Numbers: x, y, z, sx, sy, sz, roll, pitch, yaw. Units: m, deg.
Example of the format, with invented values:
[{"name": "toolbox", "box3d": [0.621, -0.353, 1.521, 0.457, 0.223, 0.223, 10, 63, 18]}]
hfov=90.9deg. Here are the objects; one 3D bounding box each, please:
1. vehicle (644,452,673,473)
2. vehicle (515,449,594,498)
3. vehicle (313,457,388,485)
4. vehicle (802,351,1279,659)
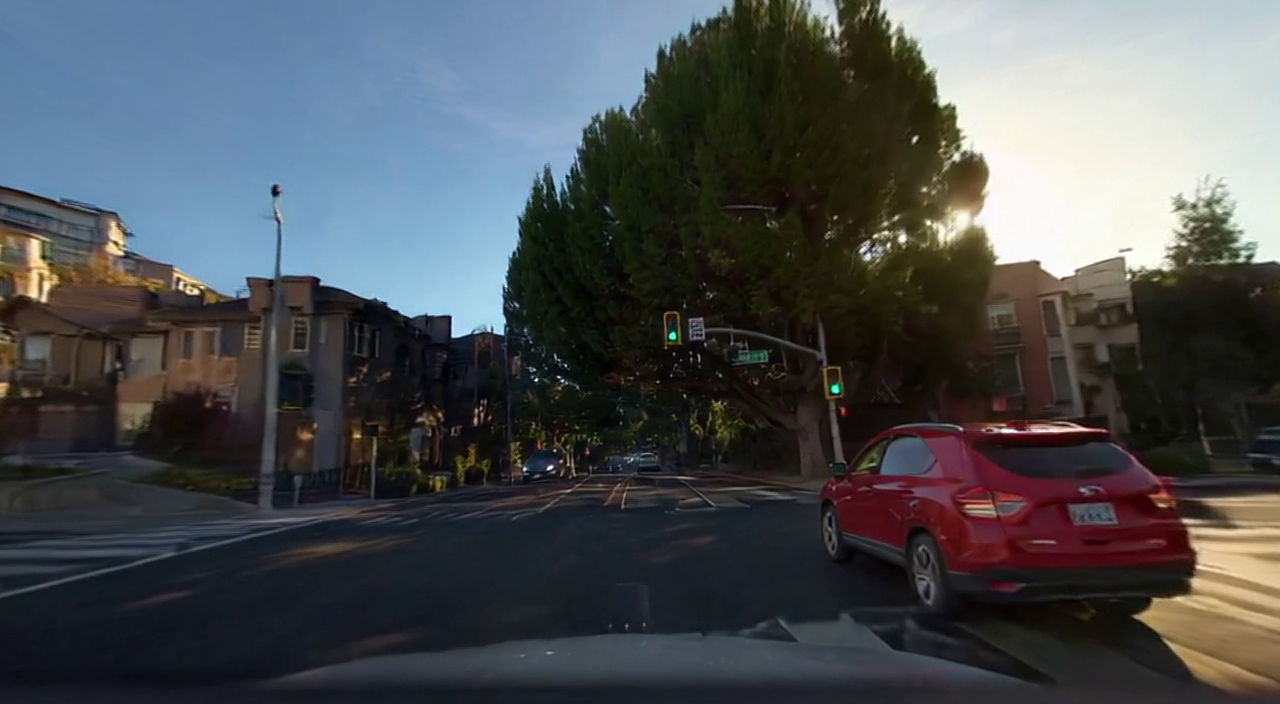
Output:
[{"name": "vehicle", "box3d": [1.333, 8.208, 47.030, 2.097, 1.463, 4.043, 0, -8, 0]}, {"name": "vehicle", "box3d": [-2.852, 4.168, 22.102, 2.170, 1.513, 4.270, 0, -8, 0]}, {"name": "vehicle", "box3d": [-20.064, 8.269, 43.807, 4.134, 1.655, 2.225, -1, -6, -2]}, {"name": "vehicle", "box3d": [3.303, 1.279, 6.316, 2.130, 1.863, 4.844, 0, -8, 1]}]
